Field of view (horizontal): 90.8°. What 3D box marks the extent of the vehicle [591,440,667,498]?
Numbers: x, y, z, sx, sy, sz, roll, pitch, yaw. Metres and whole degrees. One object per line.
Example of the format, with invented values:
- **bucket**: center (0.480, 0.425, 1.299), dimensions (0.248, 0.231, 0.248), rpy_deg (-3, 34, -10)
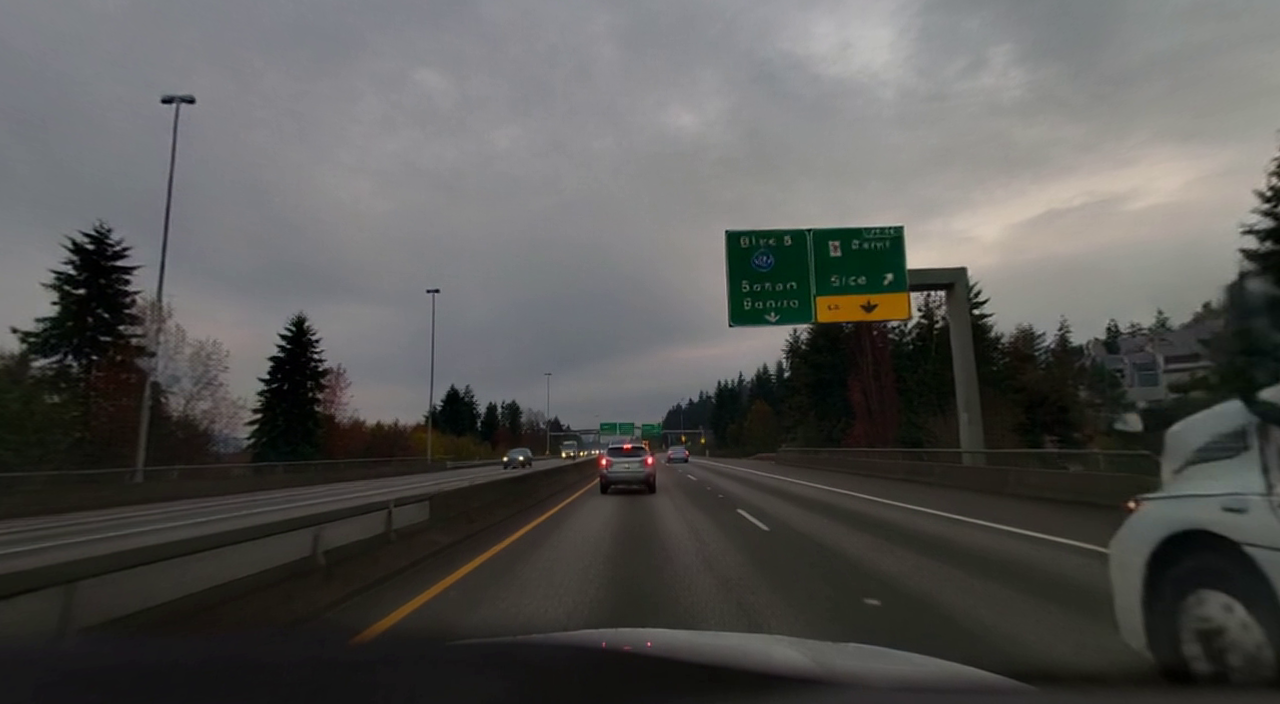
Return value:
- **vehicle**: center (-0.311, 3.377, 18.521), dimensions (2.003, 1.490, 3.636), rpy_deg (0, -9, 0)
